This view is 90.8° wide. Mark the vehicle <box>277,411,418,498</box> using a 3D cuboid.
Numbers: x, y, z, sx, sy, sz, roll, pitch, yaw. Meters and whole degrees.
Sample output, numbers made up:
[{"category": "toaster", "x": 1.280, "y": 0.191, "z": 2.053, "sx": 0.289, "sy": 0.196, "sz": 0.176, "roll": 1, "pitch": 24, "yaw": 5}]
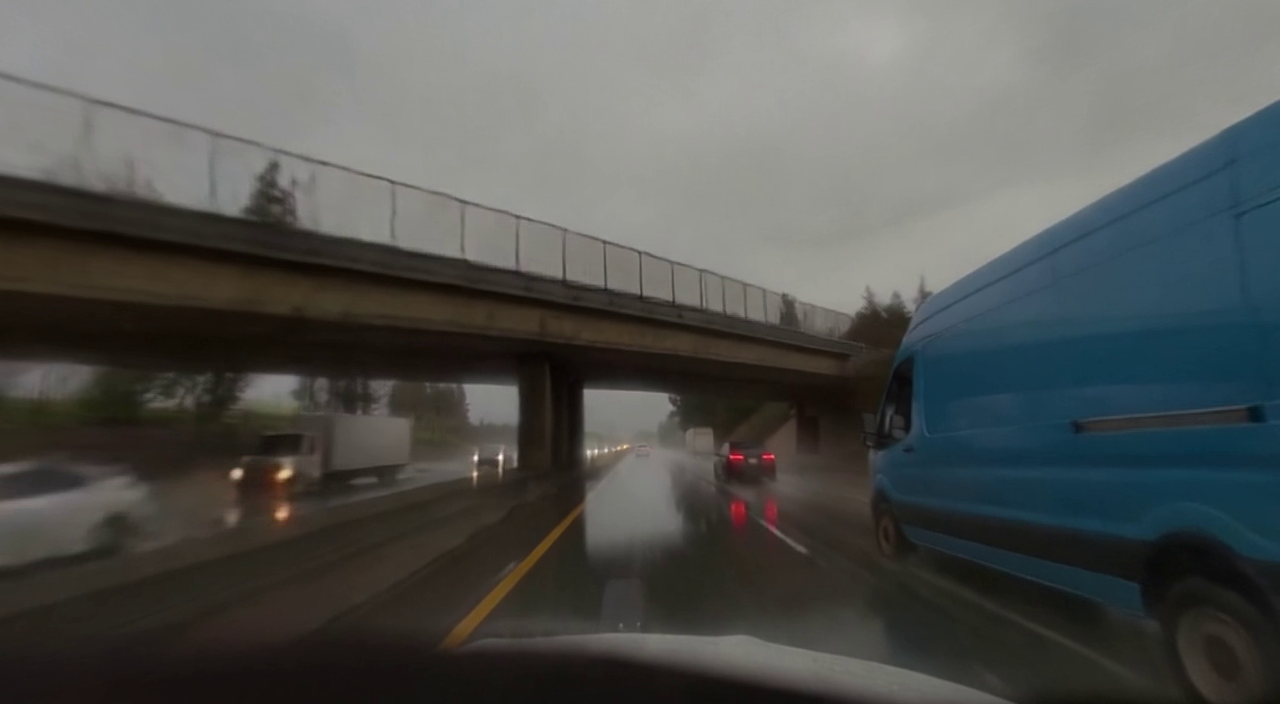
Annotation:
[{"category": "vehicle", "x": -14.902, "y": 5.352, "z": 33.134, "sx": 3.283, "sy": 3.956, "sz": 8.184, "roll": 0, "pitch": -9, "yaw": 1}]

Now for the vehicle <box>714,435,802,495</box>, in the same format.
[{"category": "vehicle", "x": 3.703, "y": 3.640, "z": 20.595, "sx": 2.009, "sy": 1.731, "sz": 4.149, "roll": 0, "pitch": -9, "yaw": -1}]

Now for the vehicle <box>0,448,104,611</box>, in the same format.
[{"category": "vehicle", "x": -7.616, "y": 1.740, "z": 5.843, "sx": 1.828, "sy": 1.681, "sz": 3.860, "roll": 0, "pitch": -9, "yaw": 0}]

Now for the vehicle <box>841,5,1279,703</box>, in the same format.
[{"category": "vehicle", "x": 3.861, "y": 0.468, "z": 4.549, "sx": 2.460, "sy": 3.155, "sz": 6.902, "roll": 0, "pitch": -9, "yaw": 0}]
